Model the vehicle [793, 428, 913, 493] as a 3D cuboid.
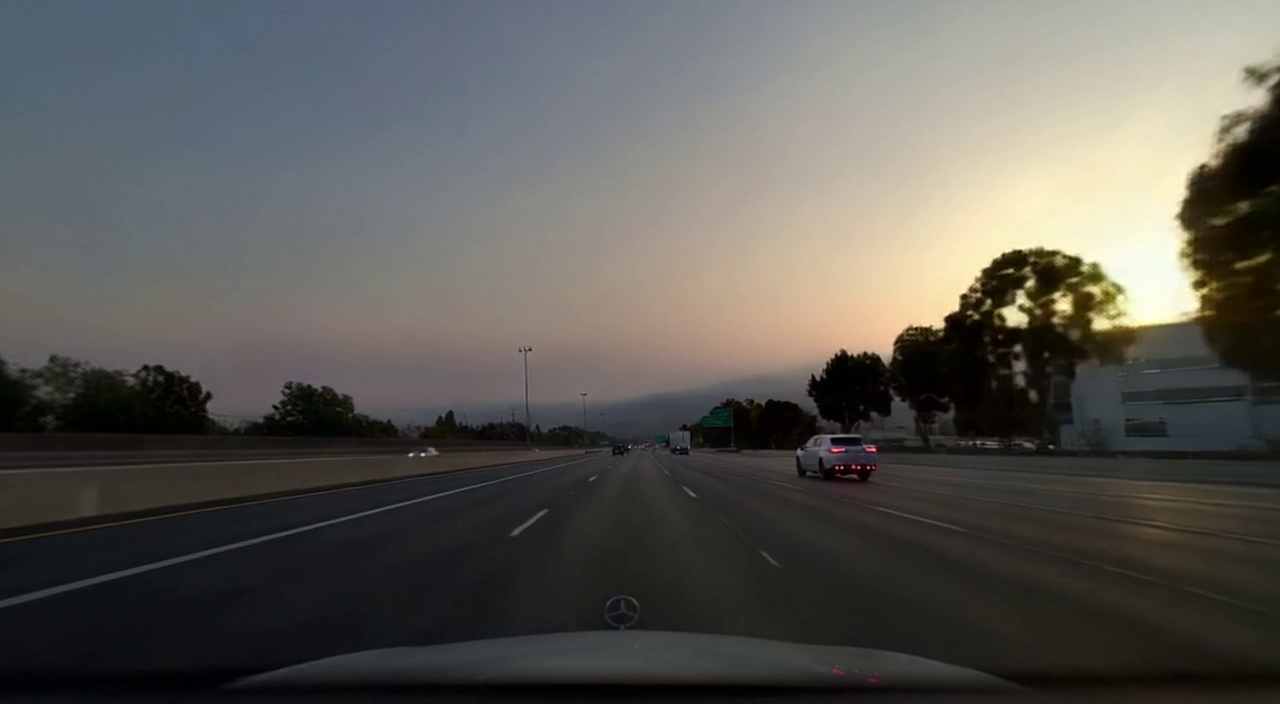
[{"bbox_3d":[6.397,3.332,19.614,2.096,1.767,4.601,0,-9,0],"label":"vehicle"}]
